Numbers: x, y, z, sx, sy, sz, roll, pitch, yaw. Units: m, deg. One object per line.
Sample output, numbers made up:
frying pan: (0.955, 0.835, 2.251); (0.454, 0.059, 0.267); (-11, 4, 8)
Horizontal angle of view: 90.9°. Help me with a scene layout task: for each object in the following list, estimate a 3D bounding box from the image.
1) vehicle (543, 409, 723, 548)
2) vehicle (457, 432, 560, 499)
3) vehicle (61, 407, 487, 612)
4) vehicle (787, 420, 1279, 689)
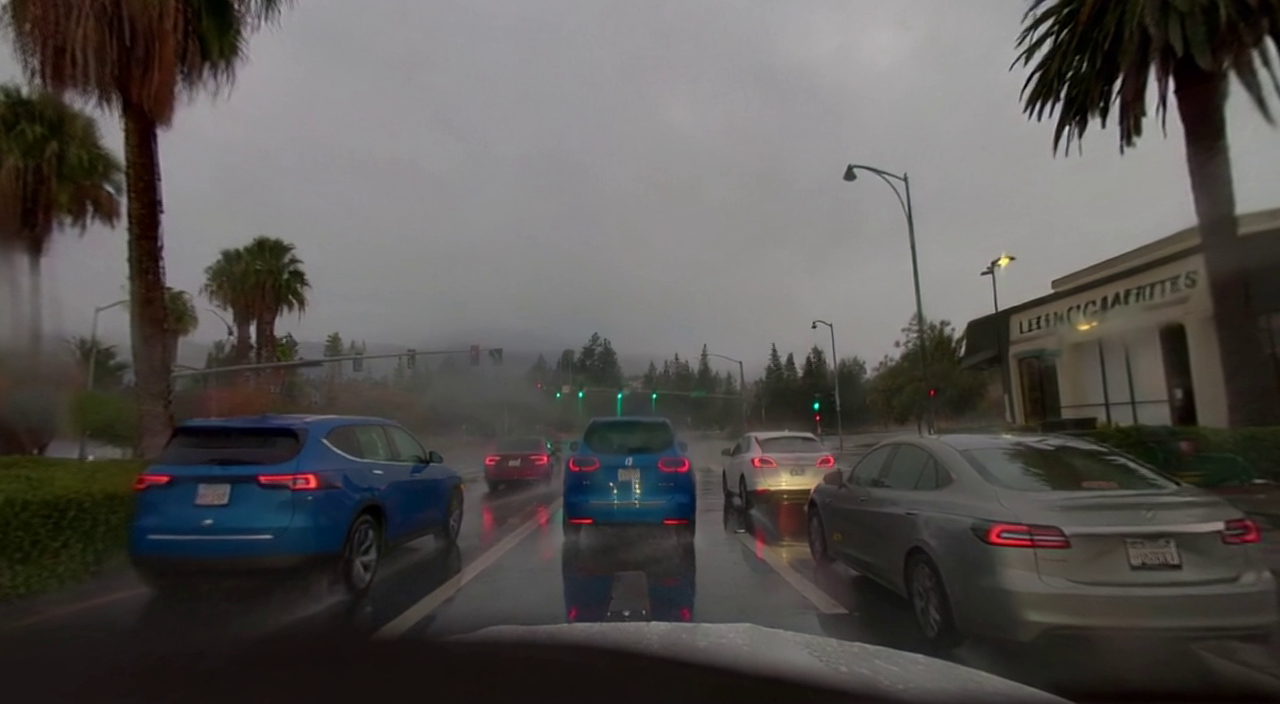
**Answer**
vehicle: (-0.144, 1.928, 10.267); (2.280, 1.747, 4.361); (0, -8, -2)
vehicle: (-3.376, 2.981, 16.914); (1.927, 1.568, 3.733); (0, -8, 0)
vehicle: (-3.332, 1.529, 7.065); (2.014, 1.534, 4.455); (0, -9, 1)
vehicle: (2.969, 1.477, 5.907); (2.017, 1.491, 4.611); (0, -8, -1)
